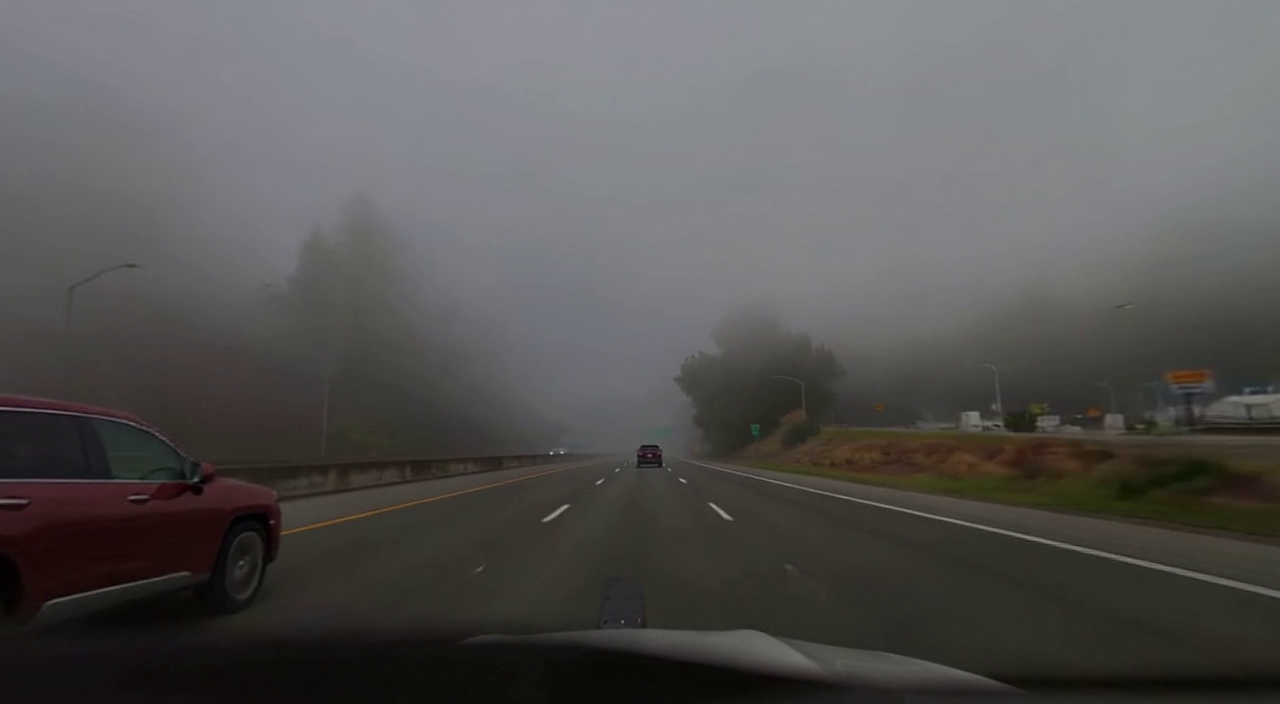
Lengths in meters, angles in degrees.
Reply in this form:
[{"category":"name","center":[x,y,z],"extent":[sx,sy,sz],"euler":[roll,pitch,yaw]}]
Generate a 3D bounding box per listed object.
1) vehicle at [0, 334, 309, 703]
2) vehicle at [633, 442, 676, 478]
[{"category":"vehicle","center":[-3.875,0.859,2.893],"extent":[2.139,1.804,4.611],"euler":[0,-9,1]},{"category":"vehicle","center":[0.705,5.571,32.732],"extent":[2.087,1.682,4.388],"euler":[0,-9,0]}]
